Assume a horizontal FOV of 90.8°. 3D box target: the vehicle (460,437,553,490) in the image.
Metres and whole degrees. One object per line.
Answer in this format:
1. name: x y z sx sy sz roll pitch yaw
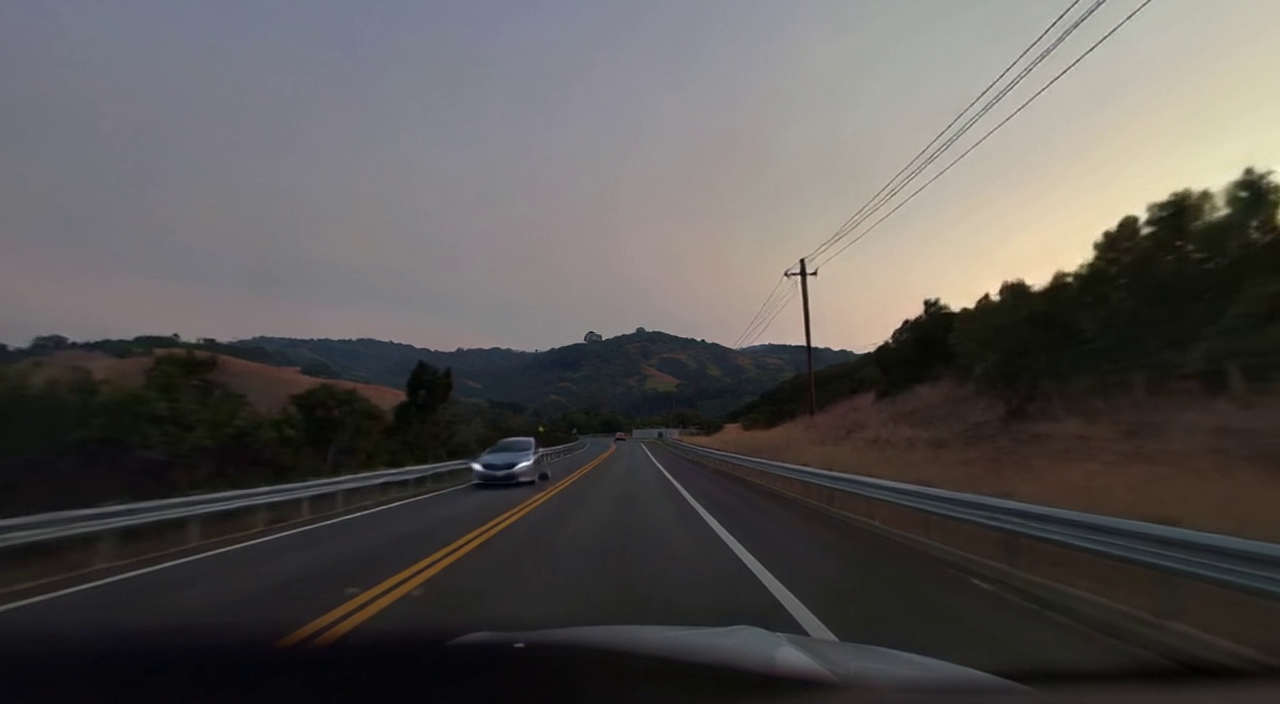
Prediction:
1. vehicle: -4.173 3.561 20.498 2.047 1.486 4.405 0 -9 0
